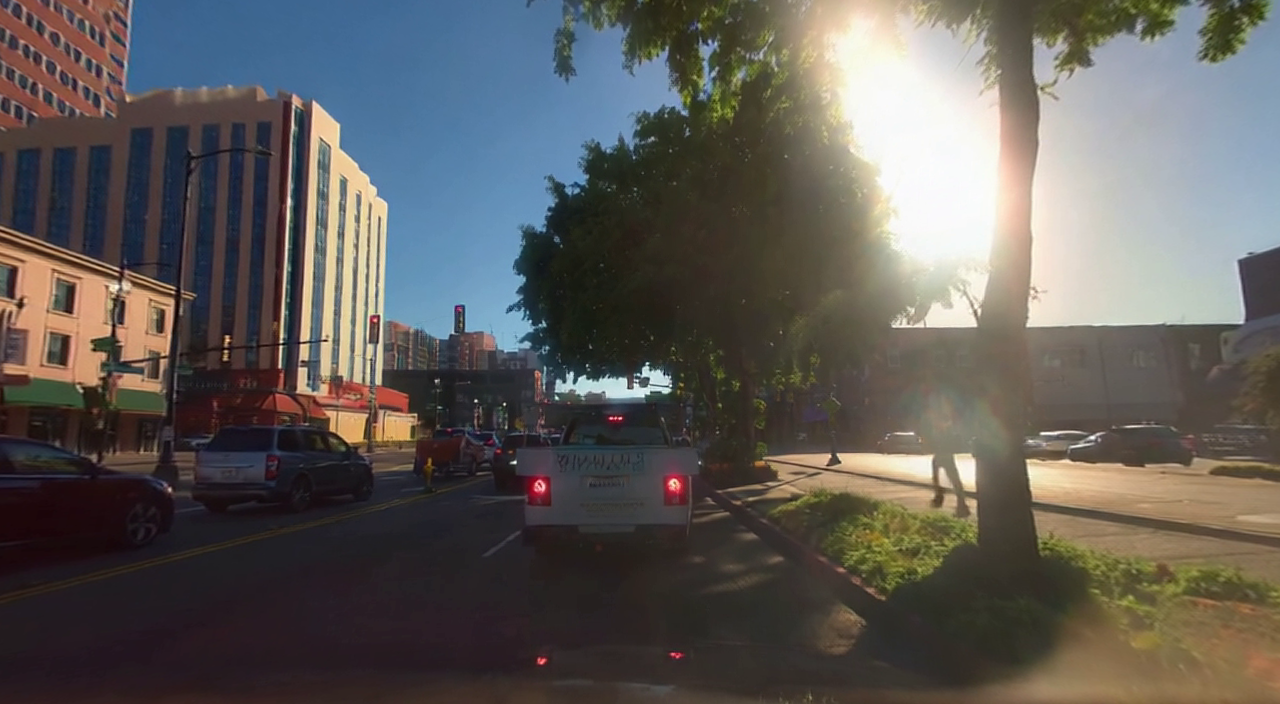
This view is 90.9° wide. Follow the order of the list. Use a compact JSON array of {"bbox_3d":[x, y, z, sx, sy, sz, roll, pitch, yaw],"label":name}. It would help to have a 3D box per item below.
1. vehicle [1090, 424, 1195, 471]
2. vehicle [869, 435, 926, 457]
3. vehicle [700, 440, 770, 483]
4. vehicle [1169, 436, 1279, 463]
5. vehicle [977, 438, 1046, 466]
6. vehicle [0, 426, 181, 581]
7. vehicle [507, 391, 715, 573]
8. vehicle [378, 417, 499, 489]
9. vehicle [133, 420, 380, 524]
[{"bbox_3d":[19.302,3.649,24.185,4.156,1.622,1.924,6,-10,-35],"label":"vehicle"},{"bbox_3d":[20.155,7.324,49.235,4.361,1.653,2.034,6,-10,-36],"label":"vehicle"},{"bbox_3d":[3.461,4.061,23.729,2.023,1.441,4.240,0,-8,1],"label":"vehicle"},{"bbox_3d":[29.697,4.921,31.895,4.176,1.313,1.719,0,-9,2],"label":"vehicle"},{"bbox_3d":[20.153,5.390,34.152,3.836,1.443,1.694,6,-10,-35],"label":"vehicle"},{"bbox_3d":[-6.963,1.448,6.048,1.831,1.451,4.382,0,-8,-1],"label":"vehicle"},{"bbox_3d":[-0.290,1.619,8.525,2.064,1.817,4.298,0,-8,0],"label":"vehicle"},{"bbox_3d":[-6.465,3.305,20.869,2.496,2.112,4.351,0,-8,1],"label":"vehicle"},{"bbox_3d":[-7.148,2.278,12.480,1.941,1.655,4.503,0,-8,1],"label":"vehicle"}]
